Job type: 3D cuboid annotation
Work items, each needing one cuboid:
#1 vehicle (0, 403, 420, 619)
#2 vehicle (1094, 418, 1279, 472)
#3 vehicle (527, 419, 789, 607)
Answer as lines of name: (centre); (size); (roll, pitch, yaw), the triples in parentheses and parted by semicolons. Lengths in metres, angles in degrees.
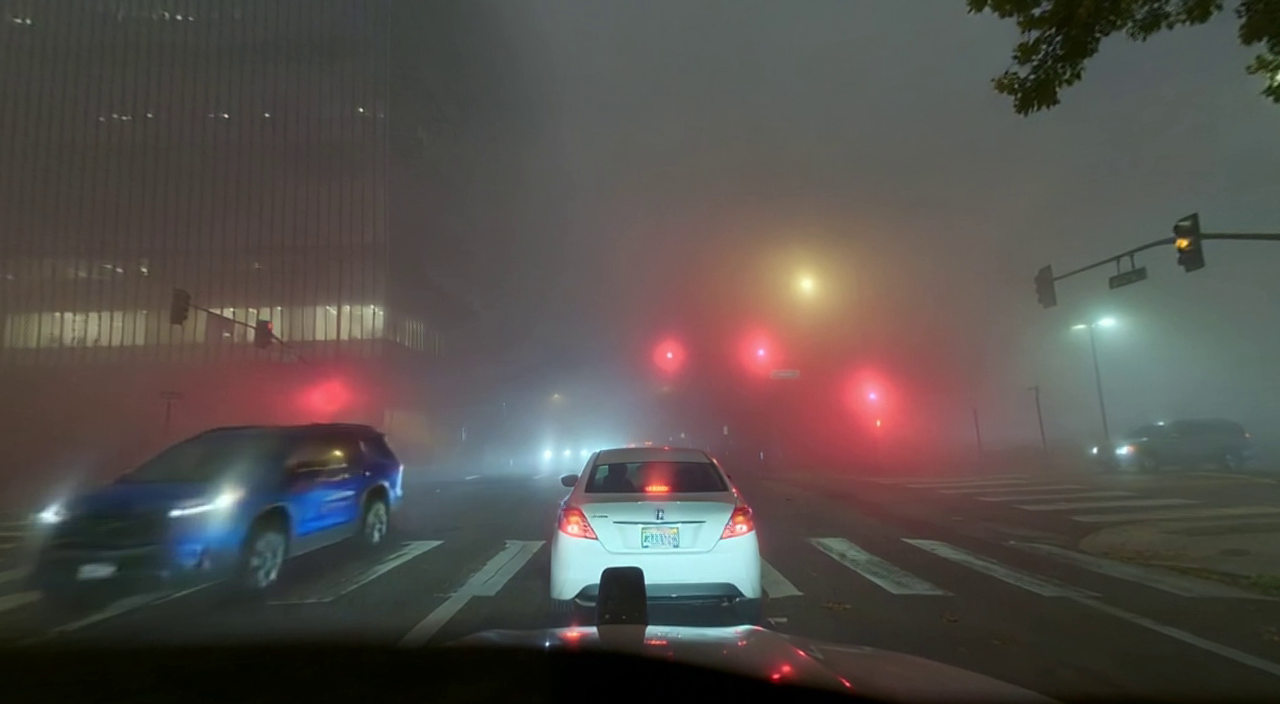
vehicle: (-4.470, 1.642, 7.539); (2.006, 1.756, 4.599); (0, -8, 0)
vehicle: (19.111, 3.272, 22.227); (4.675, 1.772, 1.945); (0, -8, 0)
vehicle: (-0.145, 1.654, 7.486); (1.893, 1.532, 4.145); (2, -9, -16)
